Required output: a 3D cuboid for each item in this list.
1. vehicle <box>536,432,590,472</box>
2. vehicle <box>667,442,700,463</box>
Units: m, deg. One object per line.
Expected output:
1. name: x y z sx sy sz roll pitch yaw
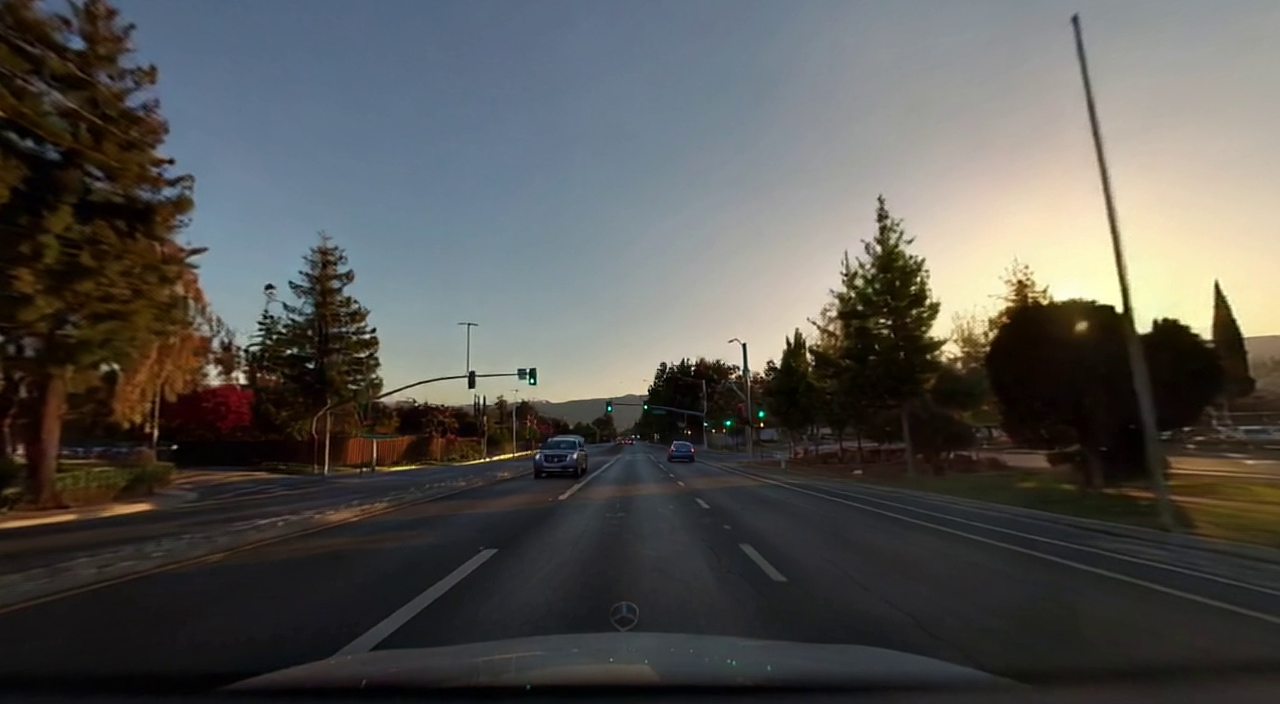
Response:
1. vehicle: -3.734 4.974 31.361 2.078 1.832 4.746 0 -9 0
2. vehicle: 3.145 7.369 46.308 2.105 1.490 4.008 0 -9 -1
